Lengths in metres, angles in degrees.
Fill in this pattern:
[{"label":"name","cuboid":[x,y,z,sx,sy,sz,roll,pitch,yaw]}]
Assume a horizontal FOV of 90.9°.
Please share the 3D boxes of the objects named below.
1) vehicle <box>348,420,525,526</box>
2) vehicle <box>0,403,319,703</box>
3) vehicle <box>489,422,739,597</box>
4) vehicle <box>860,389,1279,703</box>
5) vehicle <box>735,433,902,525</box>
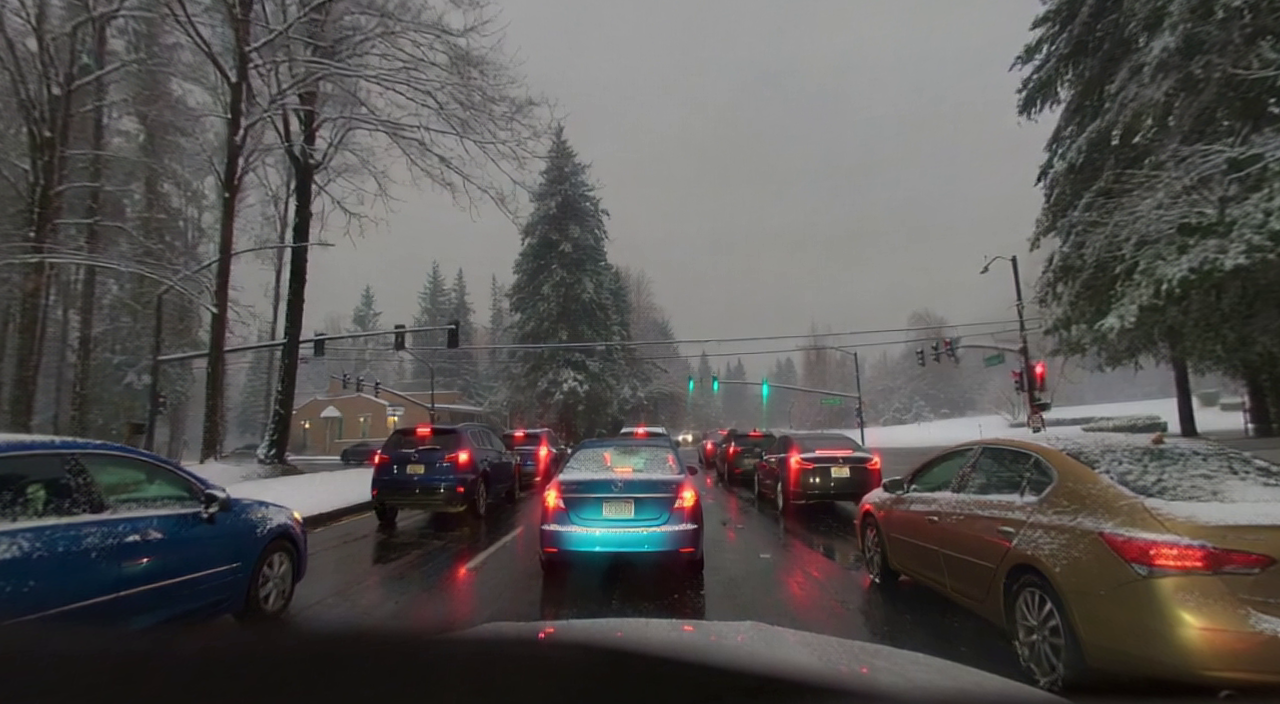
[{"label":"vehicle","cuboid":[-3.725,2.298,12.489,1.961,1.714,4.268,0,-8,2]},{"label":"vehicle","cuboid":[-3.641,1.022,3.000,1.935,1.482,4.433,0,-8,-1]},{"label":"vehicle","cuboid":[-0.260,1.640,7.405,2.147,1.479,3.803,0,-8,-1]},{"label":"vehicle","cuboid":[3.137,1.151,4.050,1.903,1.480,4.270,0,-8,0]},{"label":"vehicle","cuboid":[3.187,2.336,12.323,1.975,1.460,4.357,0,-8,0]}]
